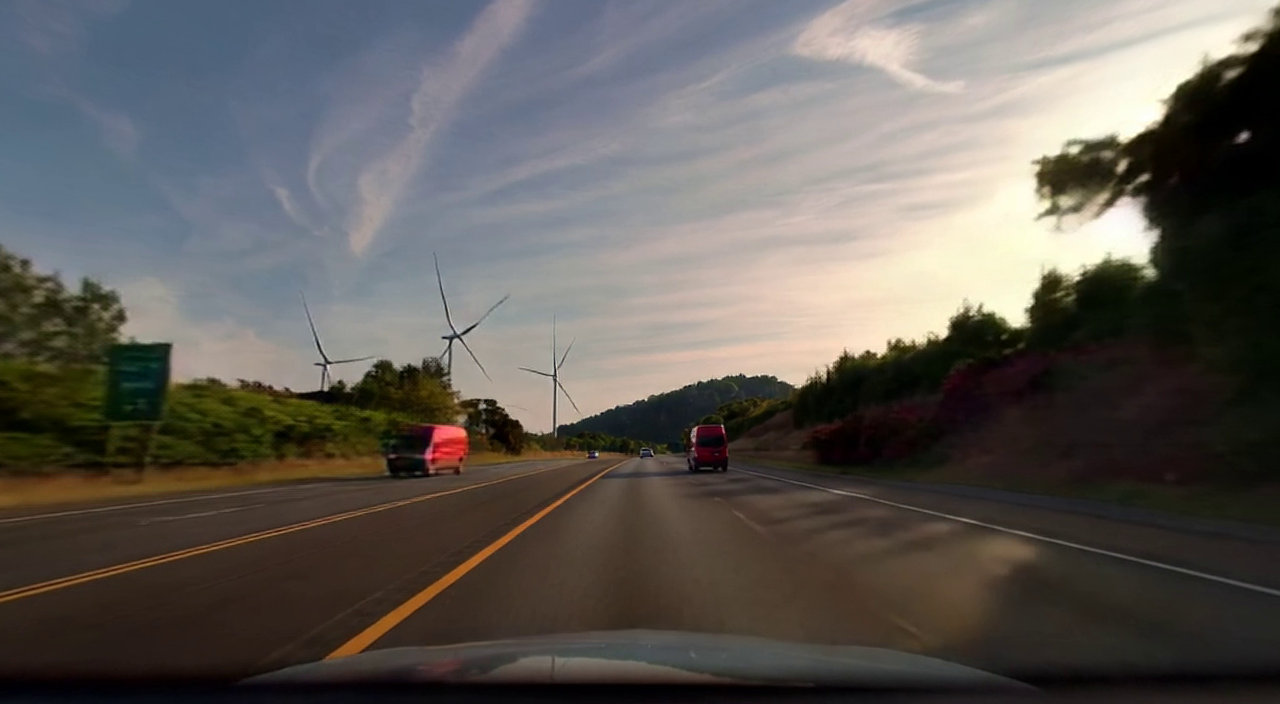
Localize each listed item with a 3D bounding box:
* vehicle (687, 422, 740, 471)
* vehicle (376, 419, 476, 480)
[{"bbox_3d":[4.373,5.810,38.668,2.437,2.735,5.507,0,-9,-1],"label":"vehicle"},{"bbox_3d":[-12.173,5.665,36.751,3.050,3.166,7.885,0,-9,0],"label":"vehicle"}]
